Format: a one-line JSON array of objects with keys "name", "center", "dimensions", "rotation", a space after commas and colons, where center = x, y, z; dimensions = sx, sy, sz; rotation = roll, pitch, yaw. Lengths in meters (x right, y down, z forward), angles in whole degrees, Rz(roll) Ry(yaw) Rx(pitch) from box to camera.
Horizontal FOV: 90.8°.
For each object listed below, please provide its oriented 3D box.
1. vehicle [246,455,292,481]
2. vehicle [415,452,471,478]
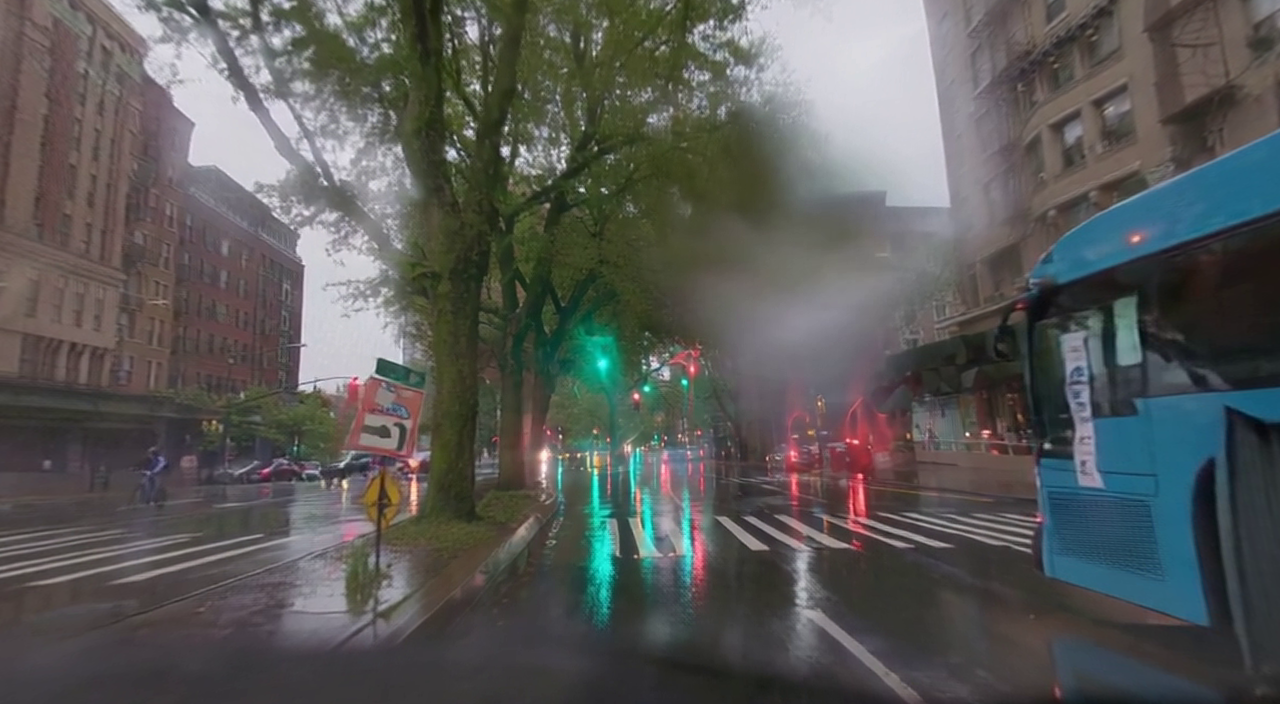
[{"name": "vehicle", "center": [-28.635, 8.869, 48.652], "dimensions": [2.199, 1.838, 4.222], "rotation": [7, -11, -40]}, {"name": "vehicle", "center": [-12.566, 7.118, 40.118], "dimensions": [2.123, 1.544, 4.158], "rotation": [6, -11, -36]}]
